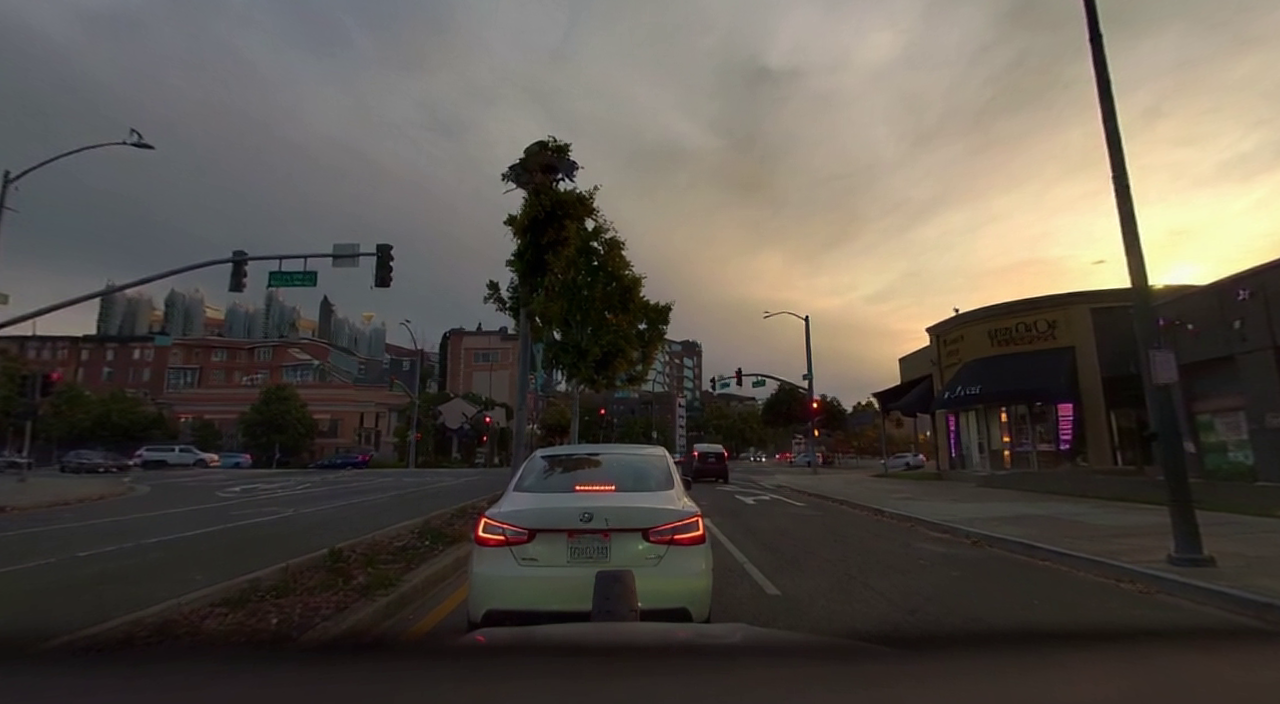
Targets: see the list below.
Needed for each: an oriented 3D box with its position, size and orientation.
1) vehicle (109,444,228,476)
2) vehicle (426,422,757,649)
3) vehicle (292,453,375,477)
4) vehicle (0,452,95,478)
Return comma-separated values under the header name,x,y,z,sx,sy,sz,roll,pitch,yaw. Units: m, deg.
name,x,y,z,sx,sy,sz,roll,pitch,yaw
vehicle,-26.635,6.094,35.864,4.877,1.754,1.978,2,-9,-12
vehicle,-0.333,1.533,6.371,2.173,1.479,4.264,0,-9,0
vehicle,-19.954,7.340,41.316,4.548,1.449,1.802,2,-9,-13
vehicle,-35.679,6.718,37.758,4.199,1.432,1.727,2,-9,-12
